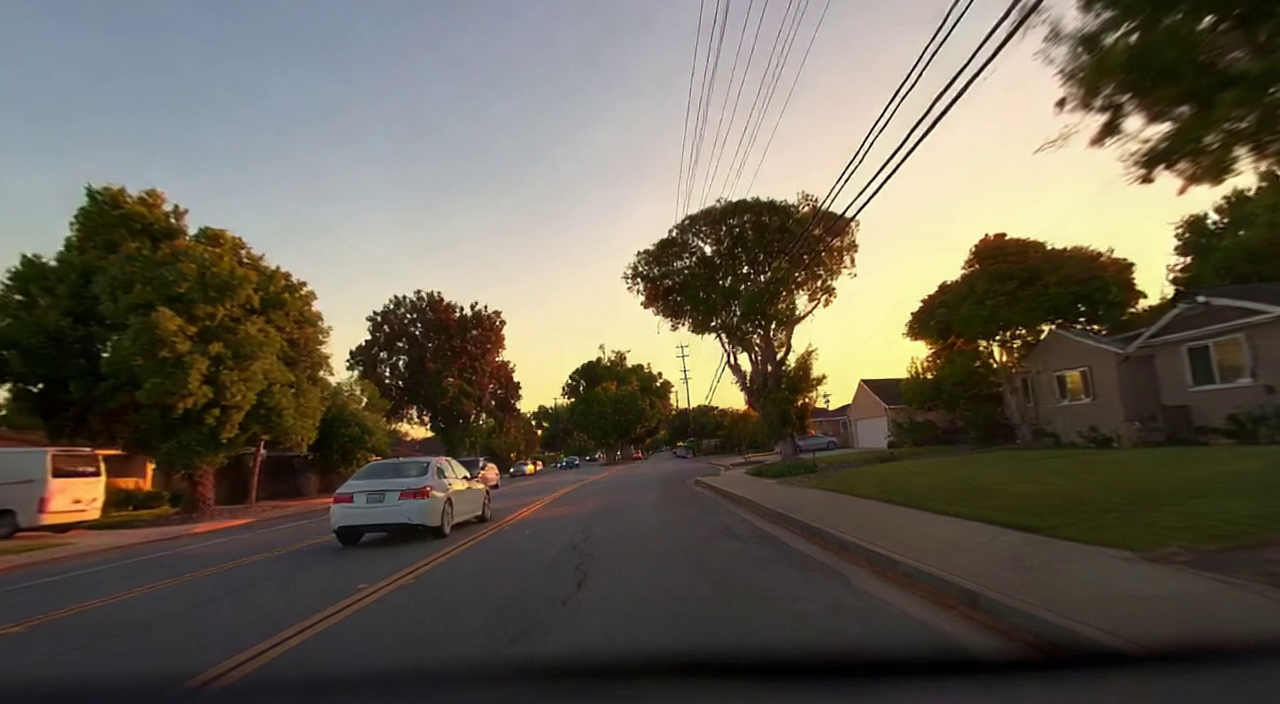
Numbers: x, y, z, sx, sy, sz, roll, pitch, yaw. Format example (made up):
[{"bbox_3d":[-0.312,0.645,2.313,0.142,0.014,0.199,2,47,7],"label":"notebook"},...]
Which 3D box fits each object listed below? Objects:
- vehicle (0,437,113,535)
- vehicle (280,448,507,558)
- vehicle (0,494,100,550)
[{"bbox_3d":[-23.478,4.492,21.404,7.982,3.178,2.531,3,-9,-19],"label":"vehicle"},{"bbox_3d":[-3.892,2.439,11.067,2.041,1.471,4.602,-1,-8,1],"label":"vehicle"},{"bbox_3d":[-19.941,5.234,19.459,4.472,1.482,2.050,3,-10,-20],"label":"vehicle"}]
